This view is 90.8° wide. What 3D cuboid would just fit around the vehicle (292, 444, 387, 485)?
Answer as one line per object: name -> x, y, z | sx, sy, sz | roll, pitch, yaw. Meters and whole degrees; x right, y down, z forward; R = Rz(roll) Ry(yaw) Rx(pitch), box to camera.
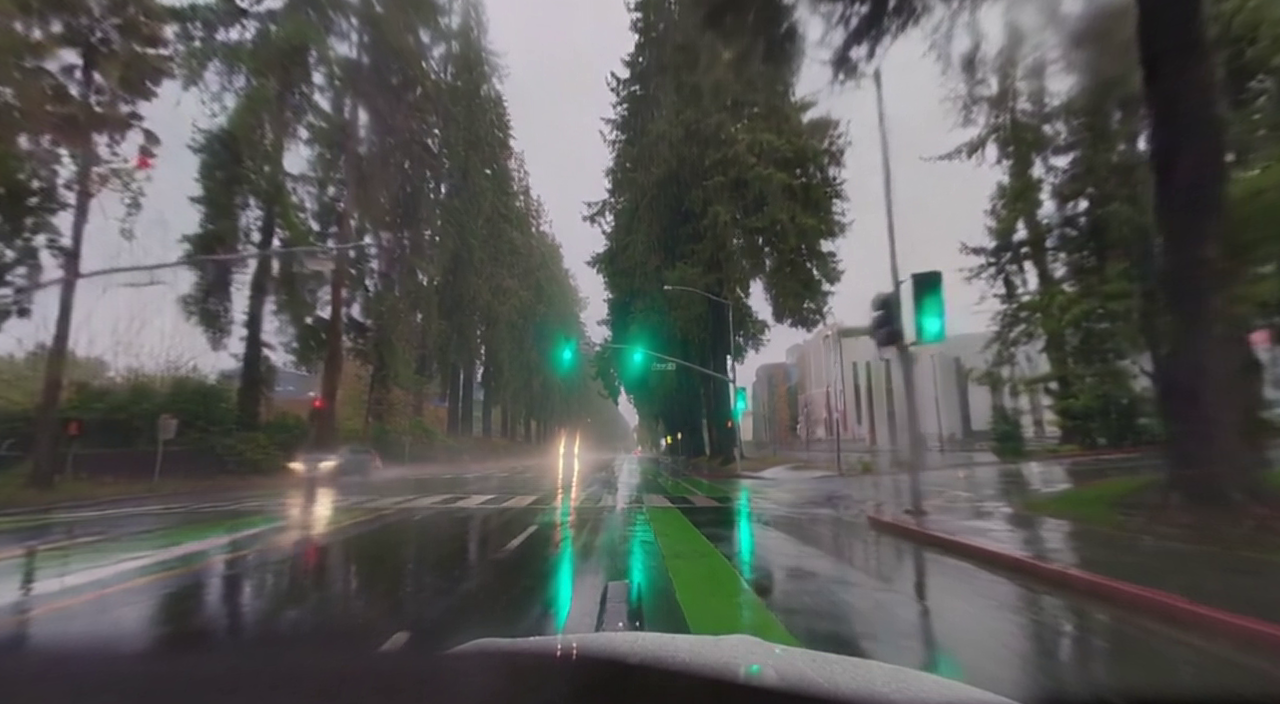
vehicle -> -14.450, 5.411, 30.757 | 2.113, 1.804, 4.732 | 0, -8, 2
